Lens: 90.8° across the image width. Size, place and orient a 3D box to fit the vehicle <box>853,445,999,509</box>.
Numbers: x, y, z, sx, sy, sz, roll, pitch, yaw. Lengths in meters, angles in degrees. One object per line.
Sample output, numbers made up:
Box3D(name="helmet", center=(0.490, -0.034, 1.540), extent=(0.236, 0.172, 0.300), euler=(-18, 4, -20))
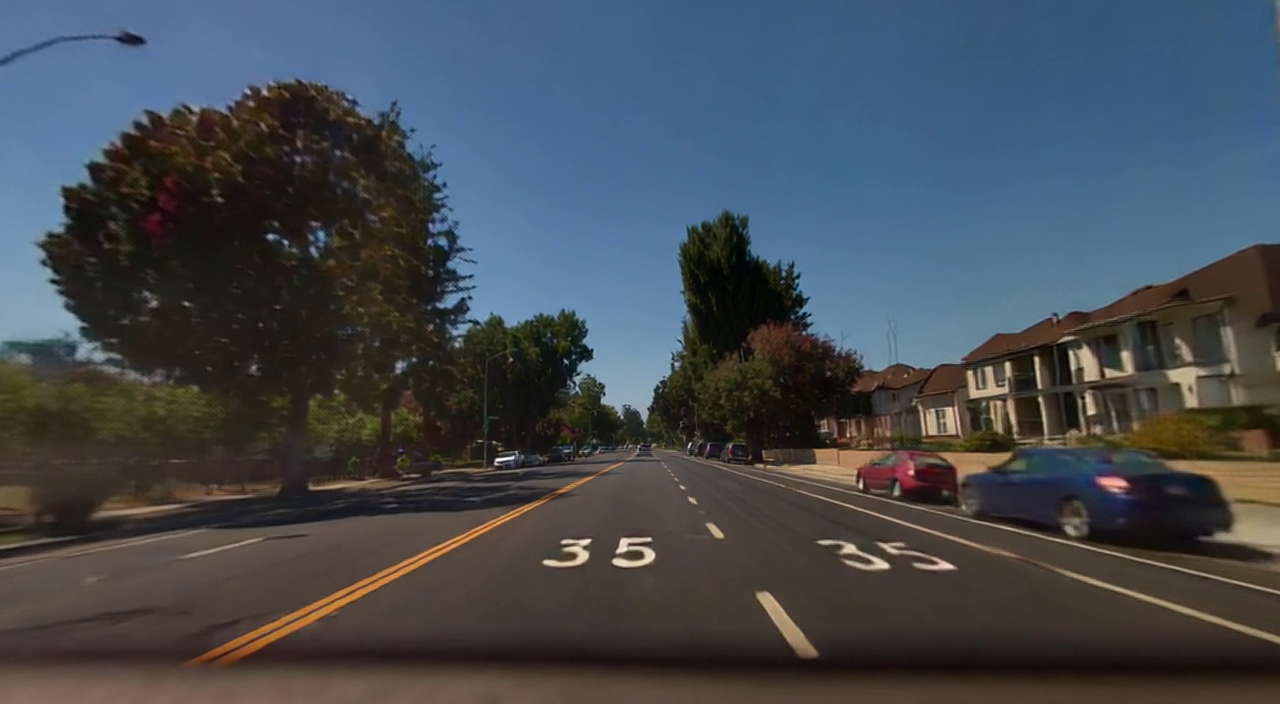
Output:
Box3D(name="vehicle", center=(7.168, 3.133, 16.415), extent=(1.854, 1.425, 4.316), euler=(0, -8, 2))

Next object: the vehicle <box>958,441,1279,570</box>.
Box3D(name="vehicle", center=(6.997, 2.101, 9.561), extent=(2.001, 1.454, 4.494), euler=(0, -8, 0))

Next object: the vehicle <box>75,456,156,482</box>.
Box3D(name="vehicle", center=(-32.847, 7.302, 39.706), extent=(1.736, 1.437, 3.766), euler=(0, -8, 1))
